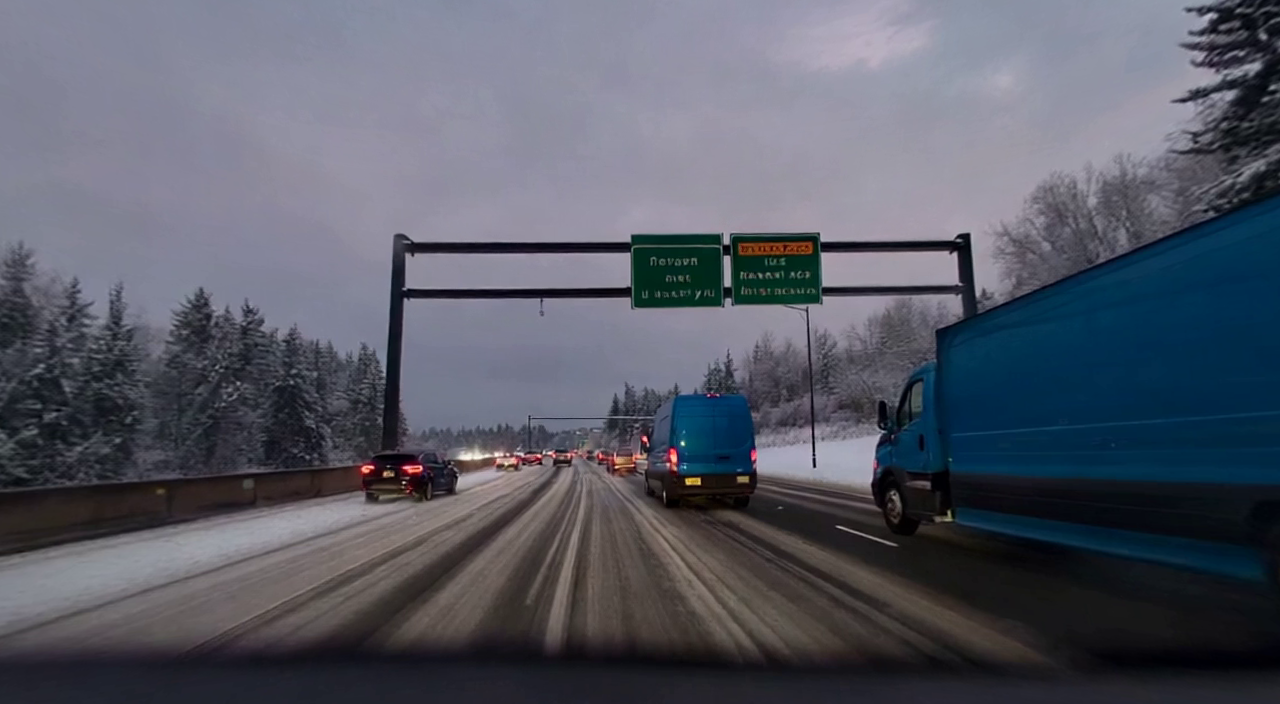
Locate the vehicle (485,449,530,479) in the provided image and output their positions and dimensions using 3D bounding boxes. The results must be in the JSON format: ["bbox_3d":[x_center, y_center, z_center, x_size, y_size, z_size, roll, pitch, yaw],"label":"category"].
[{"bbox_3d":[-7.234,6.145,34.541,2.026,1.506,4.102,1,-9,-7],"label":"vehicle"}]

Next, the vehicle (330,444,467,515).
[{"bbox_3d":[-5.870,3.115,15.879,2.003,1.498,4.386,0,-9,-4],"label":"vehicle"}]

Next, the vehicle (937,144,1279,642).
[{"bbox_3d":[5.981,0.243,4.233,2.800,3.507,9.244,0,-9,-4],"label":"vehicle"}]

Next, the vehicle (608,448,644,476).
[{"bbox_3d":[-0.884,6.376,36.569,1.906,1.499,3.843,0,-9,-4],"label":"vehicle"}]

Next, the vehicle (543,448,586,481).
[{"bbox_3d":[-3.734,5.639,31.597,2.002,1.536,4.021,0,-9,-5],"label":"vehicle"}]

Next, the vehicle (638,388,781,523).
[{"bbox_3d":[1.326,2.371,14.634,2.268,2.551,5.144,0,-9,-6],"label":"vehicle"}]
